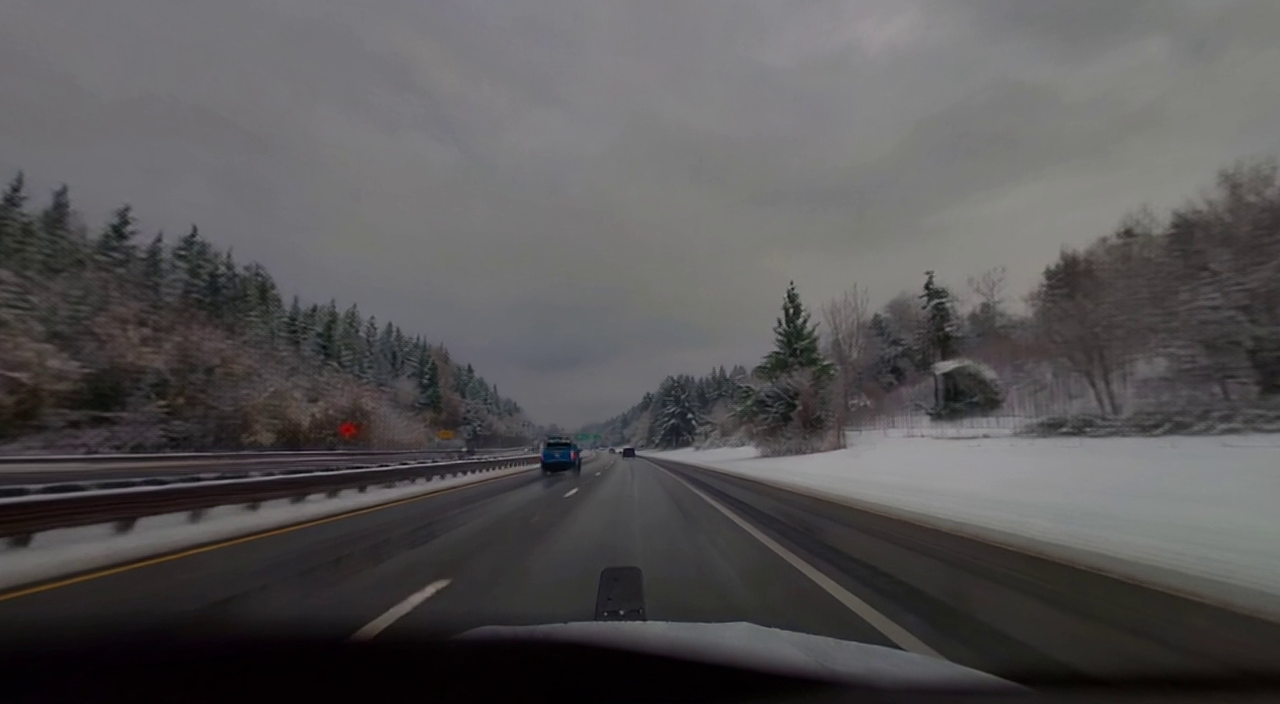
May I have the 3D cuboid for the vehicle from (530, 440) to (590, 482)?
[{"bbox_3d":[-3.556,4.970,28.902,2.135,1.755,4.476,0,-9,0],"label":"vehicle"}]
